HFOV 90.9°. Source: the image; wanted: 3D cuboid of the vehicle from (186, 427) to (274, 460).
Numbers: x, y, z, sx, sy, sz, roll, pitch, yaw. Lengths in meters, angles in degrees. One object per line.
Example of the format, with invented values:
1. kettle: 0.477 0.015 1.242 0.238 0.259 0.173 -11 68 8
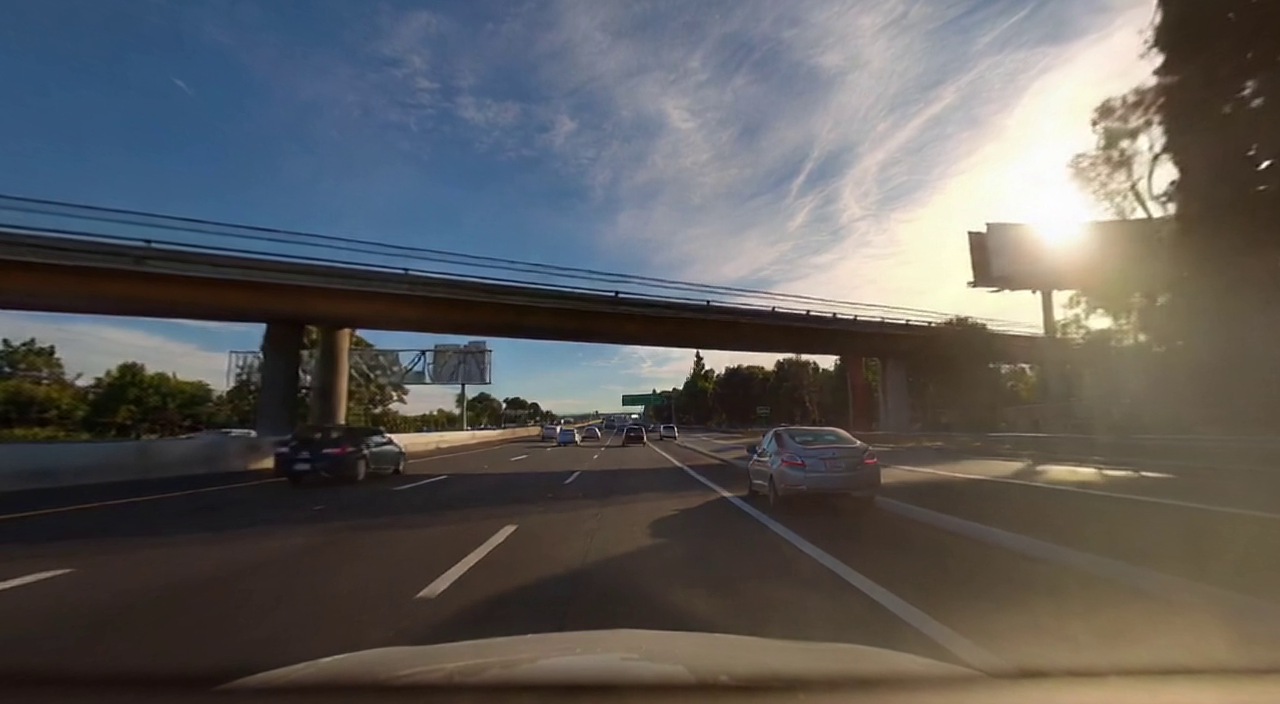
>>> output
1. vehicle: -22.723 5.073 35.160 1.947 1.642 4.421 1 -7 0

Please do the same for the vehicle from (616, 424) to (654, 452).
1. vehicle: -0.346 5.452 40.129 2.240 1.646 4.949 1 -7 -1

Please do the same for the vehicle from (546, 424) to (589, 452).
1. vehicle: -4.301 5.157 37.886 2.103 1.512 4.155 1 -7 0

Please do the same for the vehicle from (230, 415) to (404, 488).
1. vehicle: -7.712 2.412 15.666 2.009 1.537 4.449 1 -7 -1
